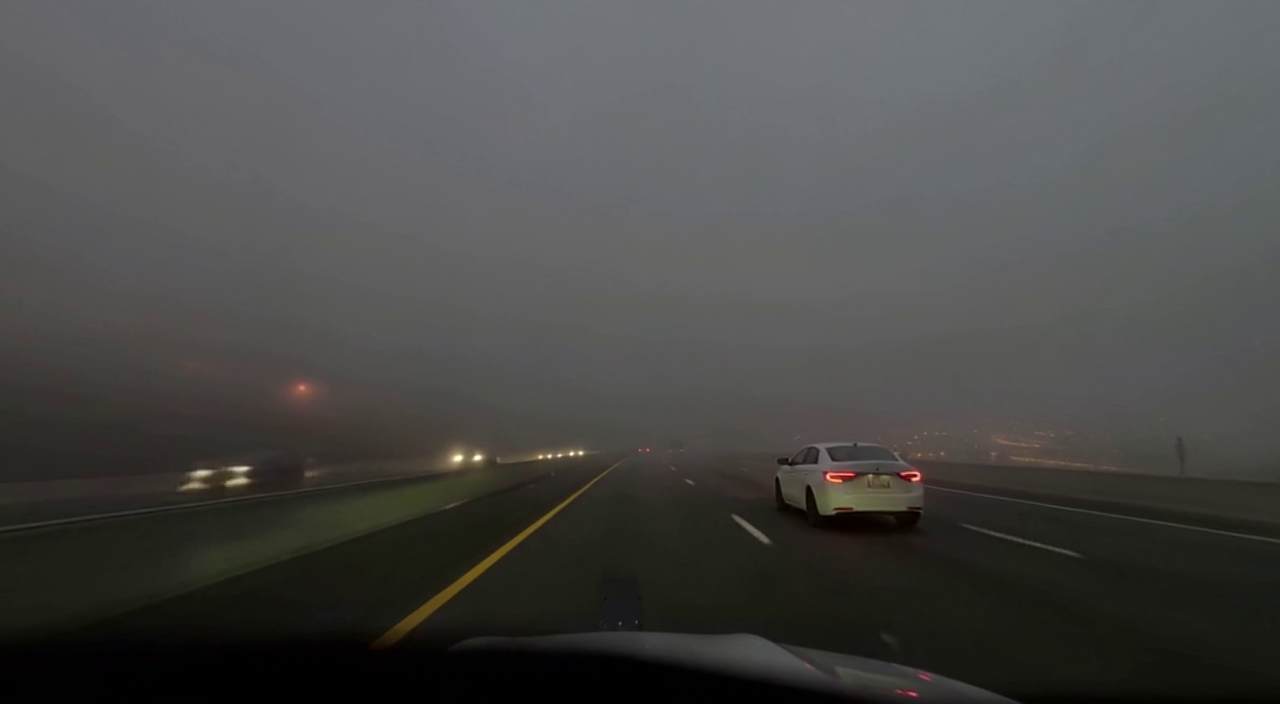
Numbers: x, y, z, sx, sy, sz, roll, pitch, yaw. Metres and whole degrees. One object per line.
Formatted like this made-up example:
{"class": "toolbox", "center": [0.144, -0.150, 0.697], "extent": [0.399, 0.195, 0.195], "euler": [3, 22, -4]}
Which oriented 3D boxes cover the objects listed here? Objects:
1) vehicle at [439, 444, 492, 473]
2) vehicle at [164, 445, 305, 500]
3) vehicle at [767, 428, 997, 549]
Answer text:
{"class": "vehicle", "center": [-10.870, 6.644, 39.738], "extent": [1.912, 1.682, 4.427], "euler": [0, -8, 2]}
{"class": "vehicle", "center": [-14.844, 4.390, 23.506], "extent": [2.106, 1.809, 4.622], "euler": [0, -8, 1]}
{"class": "vehicle", "center": [3.581, 2.105, 10.479], "extent": [1.982, 1.533, 4.612], "euler": [0, -8, 0]}
